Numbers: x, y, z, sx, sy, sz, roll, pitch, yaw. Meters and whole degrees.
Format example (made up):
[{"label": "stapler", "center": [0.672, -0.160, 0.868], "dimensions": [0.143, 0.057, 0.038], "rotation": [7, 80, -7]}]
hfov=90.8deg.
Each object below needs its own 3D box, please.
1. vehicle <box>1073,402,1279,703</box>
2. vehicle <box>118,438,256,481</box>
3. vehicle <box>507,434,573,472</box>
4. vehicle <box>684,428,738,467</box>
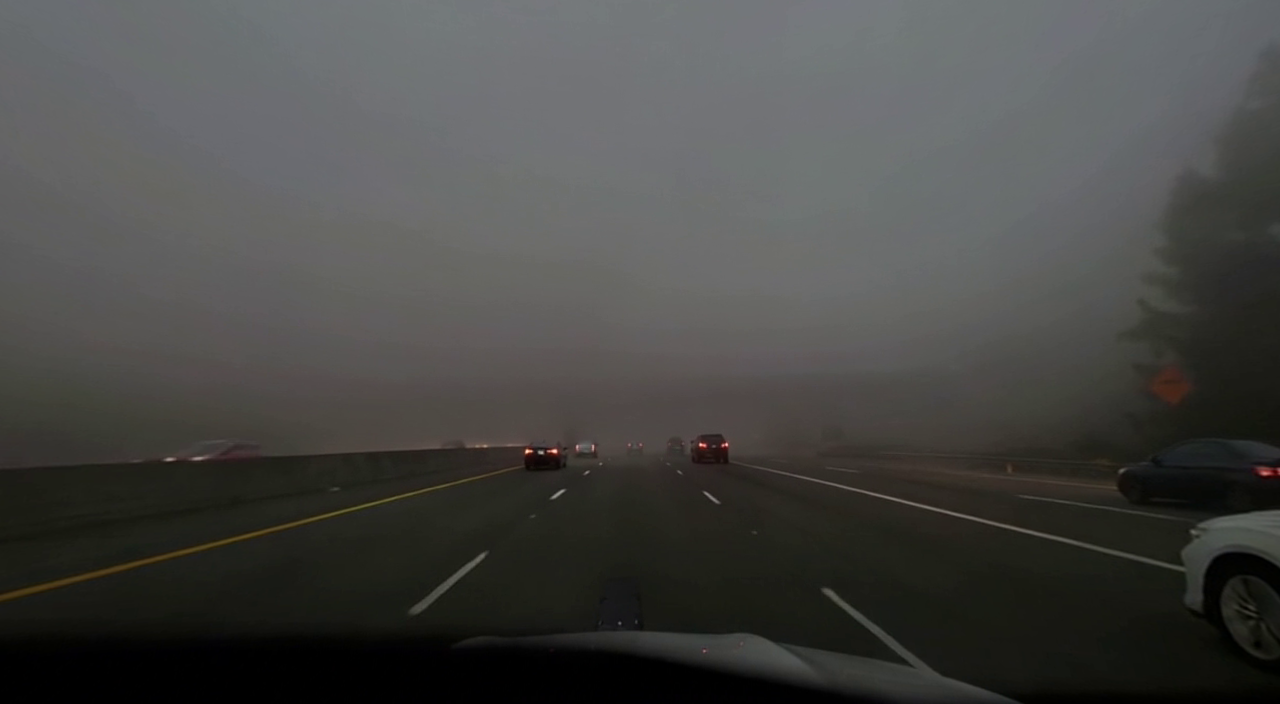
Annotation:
[{"label": "vehicle", "center": [3.724, 0.823, 1.792], "dimensions": [1.989, 1.472, 4.322], "rotation": [0, -8, 2]}, {"label": "vehicle", "center": [-16.680, 3.965, 23.581], "dimensions": [1.921, 1.444, 4.551], "rotation": [0, -8, -2]}, {"label": "vehicle", "center": [-4.169, 4.313, 27.178], "dimensions": [1.997, 1.476, 4.703], "rotation": [0, -8, 1]}, {"label": "vehicle", "center": [3.400, 4.707, 31.162], "dimensions": [2.072, 1.761, 4.242], "rotation": [0, -8, -2]}]
